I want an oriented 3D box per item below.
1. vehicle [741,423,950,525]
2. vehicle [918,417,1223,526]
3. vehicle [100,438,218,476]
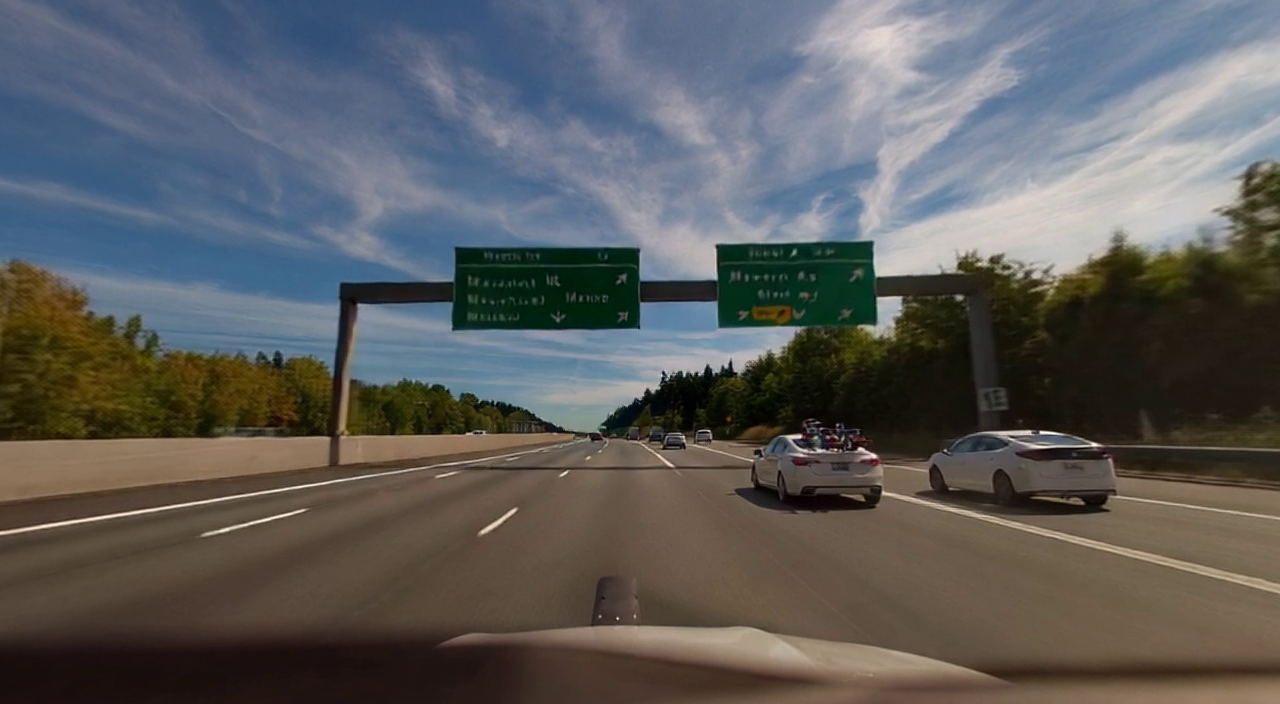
[{"bbox_3d":[3.318,2.057,11.354,2.094,1.441,4.568,0,-8,-2],"label":"vehicle"},{"bbox_3d":[7.148,2.002,11.322,2.034,1.511,4.785,0,-8,-1],"label":"vehicle"},{"bbox_3d":[-20.734,4.501,27.425,1.840,1.471,4.205,0,-7,-1],"label":"vehicle"}]
